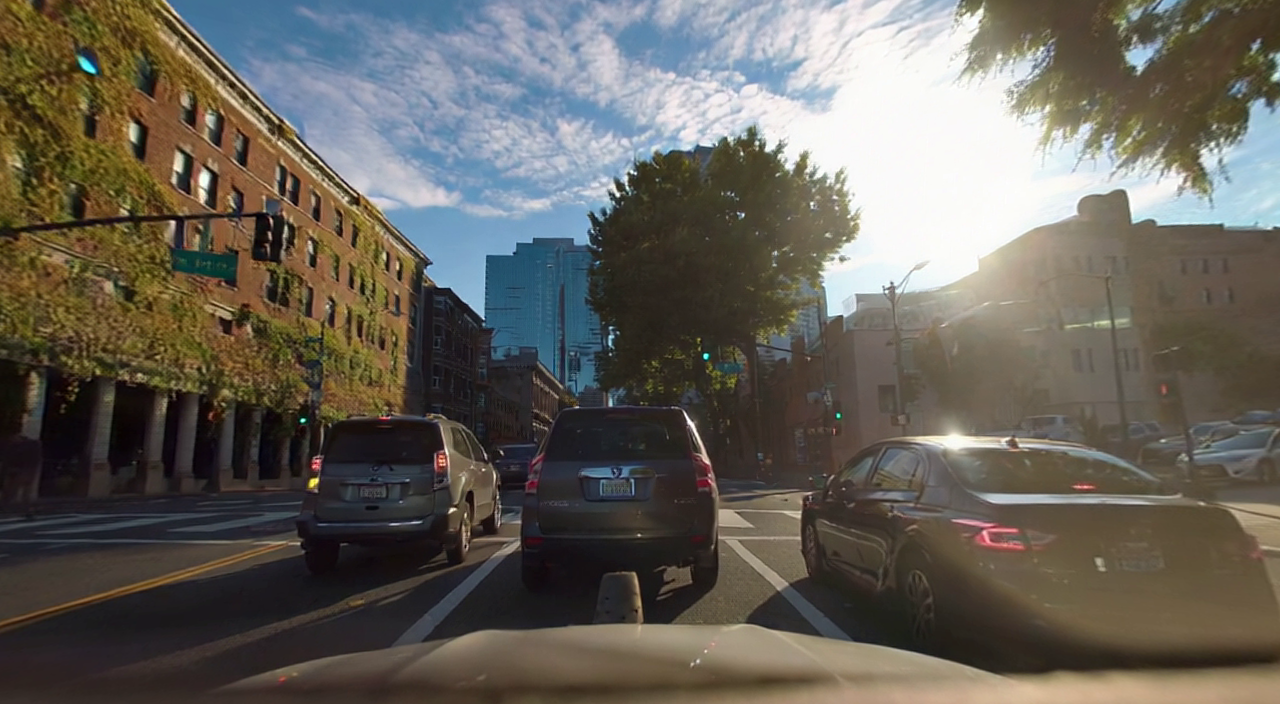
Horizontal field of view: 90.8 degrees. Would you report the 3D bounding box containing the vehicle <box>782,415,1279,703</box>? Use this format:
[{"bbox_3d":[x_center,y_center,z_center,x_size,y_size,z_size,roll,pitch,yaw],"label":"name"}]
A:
[{"bbox_3d":[2.573,1.334,5.024,1.852,1.462,4.155,0,-8,-1],"label":"vehicle"}]

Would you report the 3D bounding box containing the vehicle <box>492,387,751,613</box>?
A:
[{"bbox_3d":[-0.143,1.548,7.513,2.105,1.842,4.537,0,-8,0],"label":"vehicle"}]

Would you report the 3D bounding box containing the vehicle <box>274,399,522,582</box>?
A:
[{"bbox_3d":[-2.834,1.707,8.566,1.855,1.812,4.244,0,-8,-3],"label":"vehicle"}]
